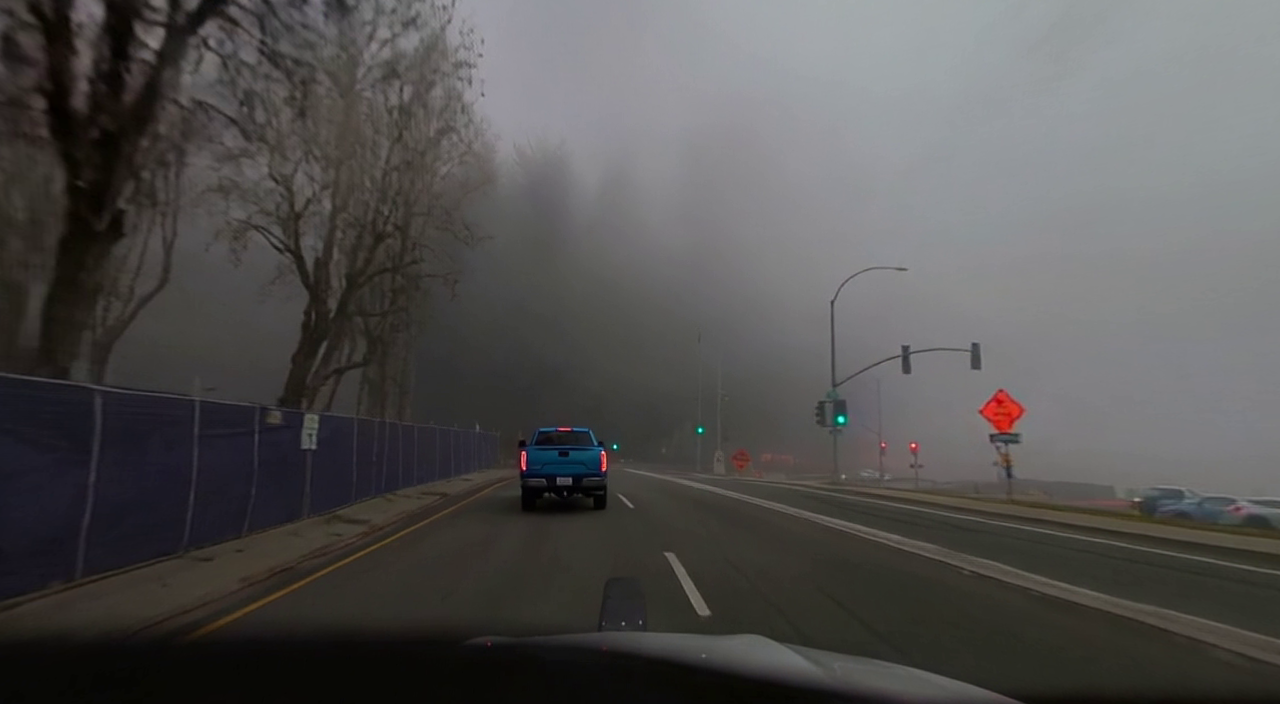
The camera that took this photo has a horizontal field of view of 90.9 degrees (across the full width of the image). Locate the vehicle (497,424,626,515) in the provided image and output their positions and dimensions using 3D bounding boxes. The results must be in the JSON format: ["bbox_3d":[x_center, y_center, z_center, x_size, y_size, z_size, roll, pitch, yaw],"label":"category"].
[{"bbox_3d":[-1.625,2.633,14.757,2.436,1.698,5.322,0,-8,-3],"label":"vehicle"}]
